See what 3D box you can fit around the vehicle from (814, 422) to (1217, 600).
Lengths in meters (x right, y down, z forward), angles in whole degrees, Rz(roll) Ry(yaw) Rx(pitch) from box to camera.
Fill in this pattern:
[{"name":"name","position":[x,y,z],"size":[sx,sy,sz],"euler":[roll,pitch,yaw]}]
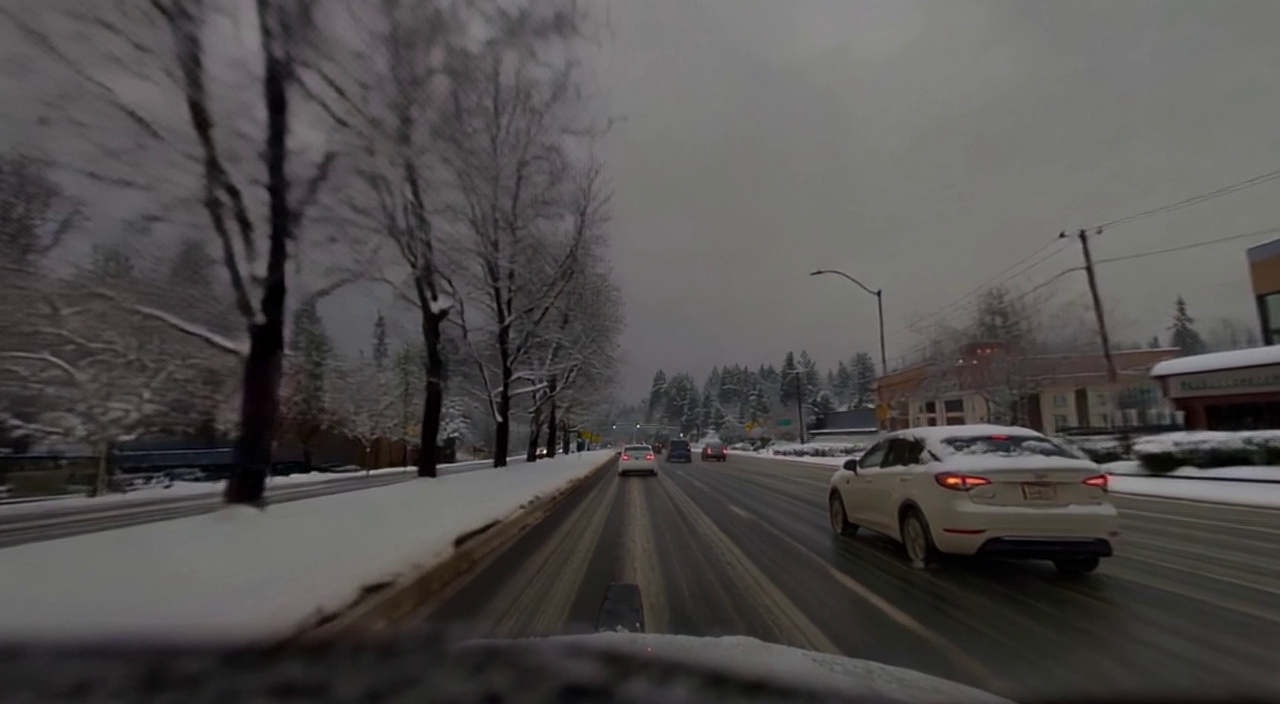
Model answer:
[{"name":"vehicle","position":[3.773,1.660,7.543],"size":[2.094,1.480,4.323],"euler":[0,-9,-1]}]

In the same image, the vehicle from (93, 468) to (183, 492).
[{"name":"vehicle","position":[-33.775,8.588,42.569],"size":[4.571,1.480,2.013],"euler":[-1,-9,8]}]

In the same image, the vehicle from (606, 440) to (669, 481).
[{"name":"vehicle","position":[-0.143,4.281,25.148],"size":[2.289,1.471,4.477],"euler":[0,-9,-2]}]
